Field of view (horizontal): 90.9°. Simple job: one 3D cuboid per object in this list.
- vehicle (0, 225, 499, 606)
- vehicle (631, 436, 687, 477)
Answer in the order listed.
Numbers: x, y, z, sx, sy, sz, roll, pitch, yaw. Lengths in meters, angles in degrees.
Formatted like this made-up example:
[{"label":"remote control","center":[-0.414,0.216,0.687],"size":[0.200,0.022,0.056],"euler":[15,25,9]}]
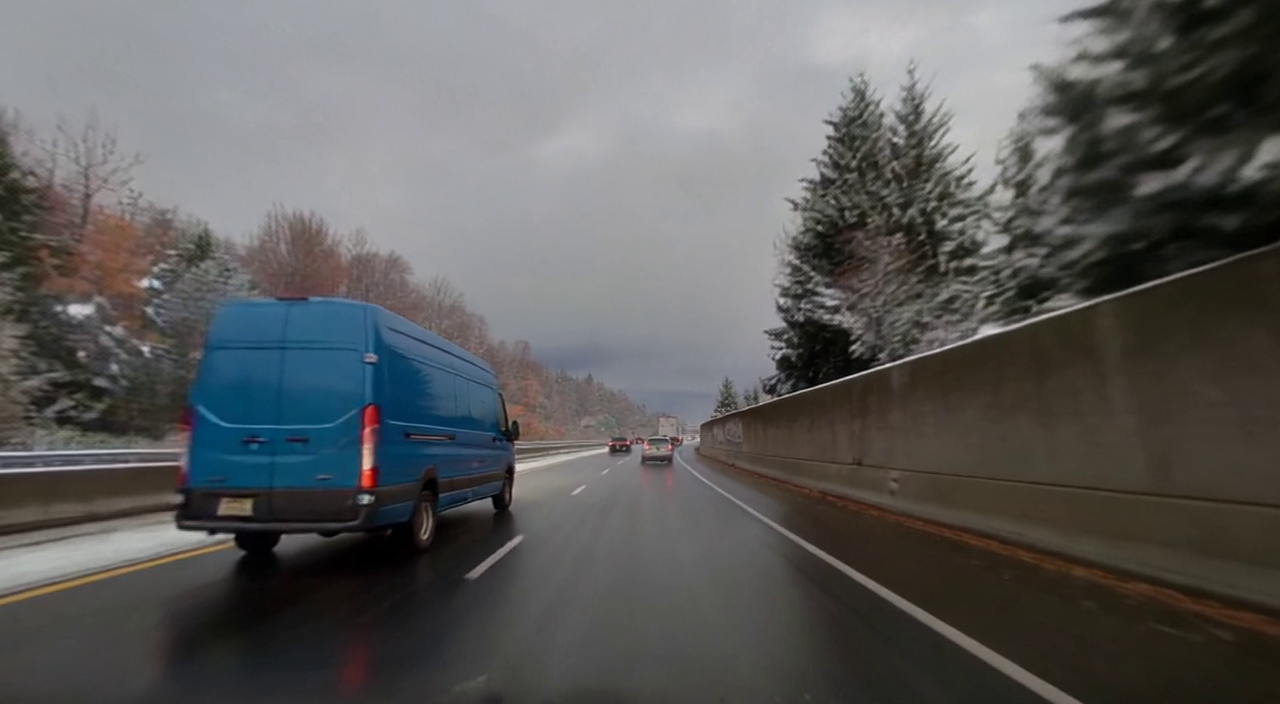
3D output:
[{"label":"vehicle","center":[-3.342,0.771,7.130],"size":[2.334,2.769,5.087],"euler":[0,-8,-1]},{"label":"vehicle","center":[0.728,4.130,25.119],"size":[2.071,1.487,3.948],"euler":[0,-8,1]}]
